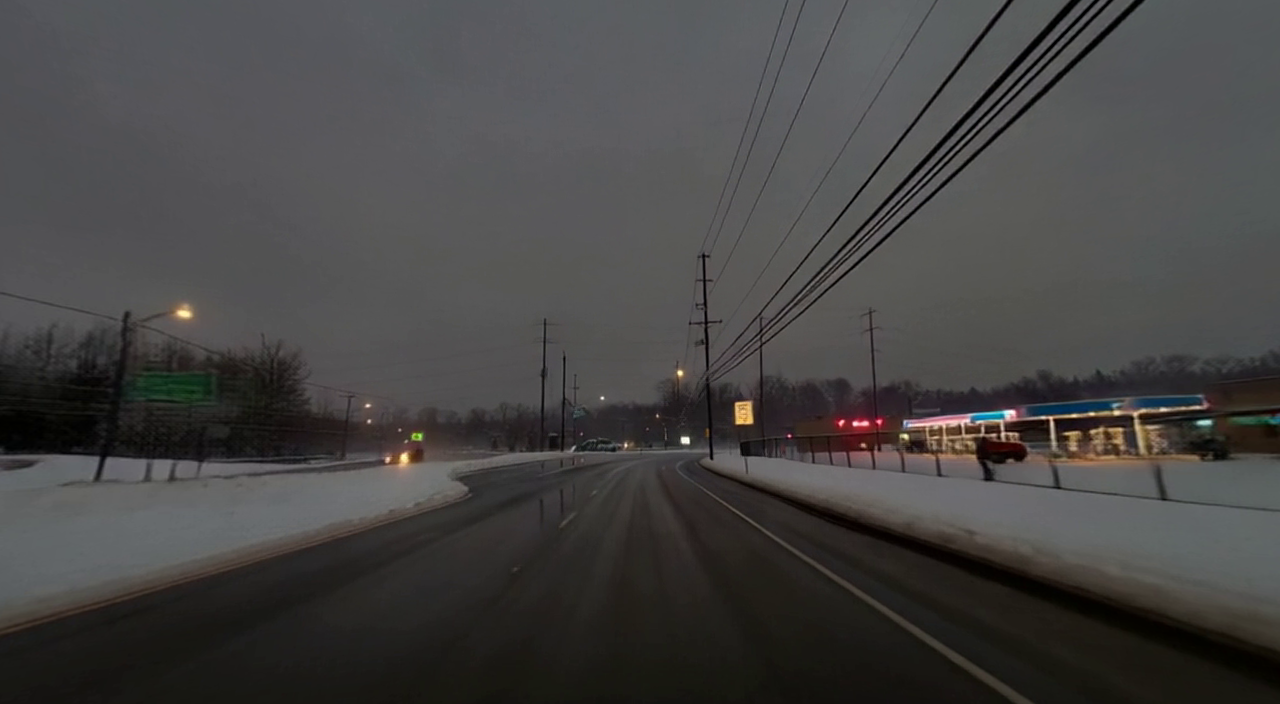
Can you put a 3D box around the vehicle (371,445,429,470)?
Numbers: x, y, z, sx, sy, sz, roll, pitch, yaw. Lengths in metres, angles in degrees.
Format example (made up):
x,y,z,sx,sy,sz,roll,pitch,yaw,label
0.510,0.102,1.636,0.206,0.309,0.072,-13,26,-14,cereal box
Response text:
x,y,z,sx,sy,sz,roll,pitch,yaw,label
-17.051,7.521,44.992,2.011,1.646,4.522,-1,-9,5,vehicle
